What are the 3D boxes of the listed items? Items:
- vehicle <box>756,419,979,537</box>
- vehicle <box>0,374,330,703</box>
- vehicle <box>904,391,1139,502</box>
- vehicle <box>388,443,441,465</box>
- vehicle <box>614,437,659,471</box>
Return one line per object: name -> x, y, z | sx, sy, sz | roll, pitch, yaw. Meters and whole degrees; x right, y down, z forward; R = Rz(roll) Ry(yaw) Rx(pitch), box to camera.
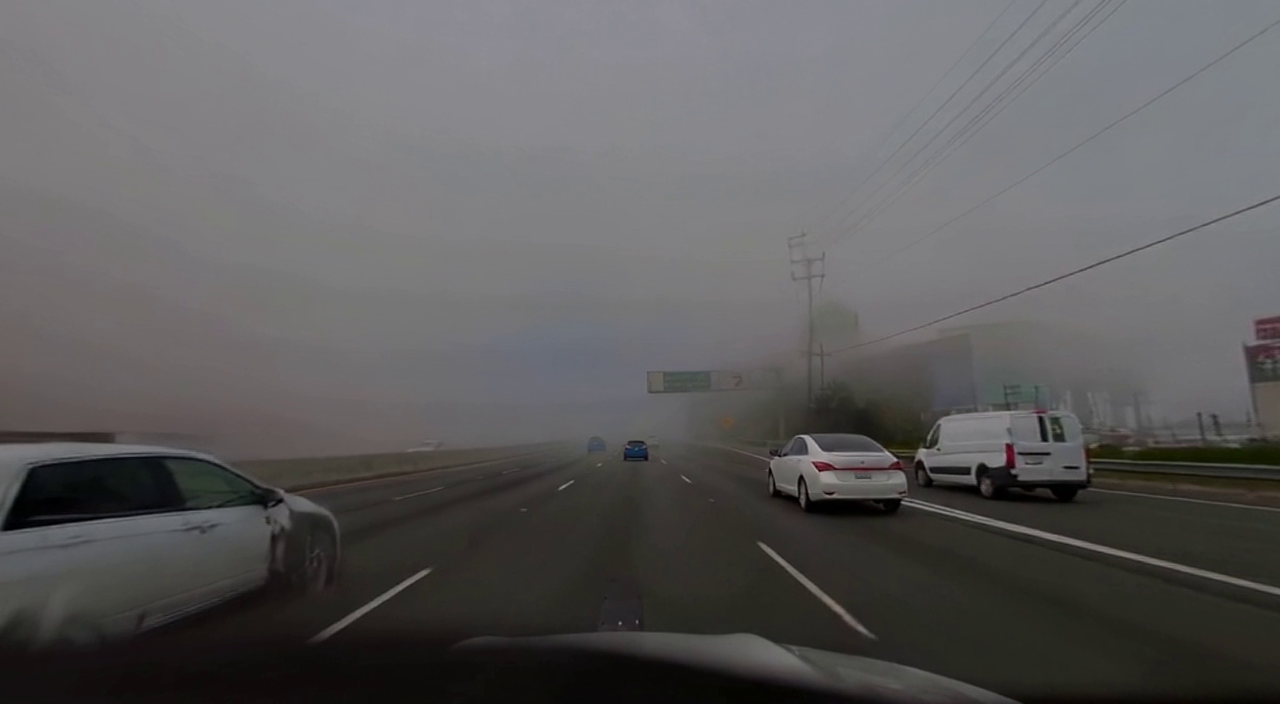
vehicle -> 3.443, 1.994, 10.644 | 1.995, 1.533, 4.463 | 0, -8, -2
vehicle -> -3.922, 0.987, 3.346 | 2.251, 1.575, 4.488 | 0, -8, 0
vehicle -> 9.114, 2.358, 15.889 | 2.349, 2.280, 5.423 | 0, -8, -2
vehicle -> -16.008, 7.239, 44.938 | 1.997, 1.490, 4.490 | -1, -8, 1
vehicle -> -0.205, 4.879, 30.353 | 2.019, 1.472, 3.971 | 0, -8, -1
